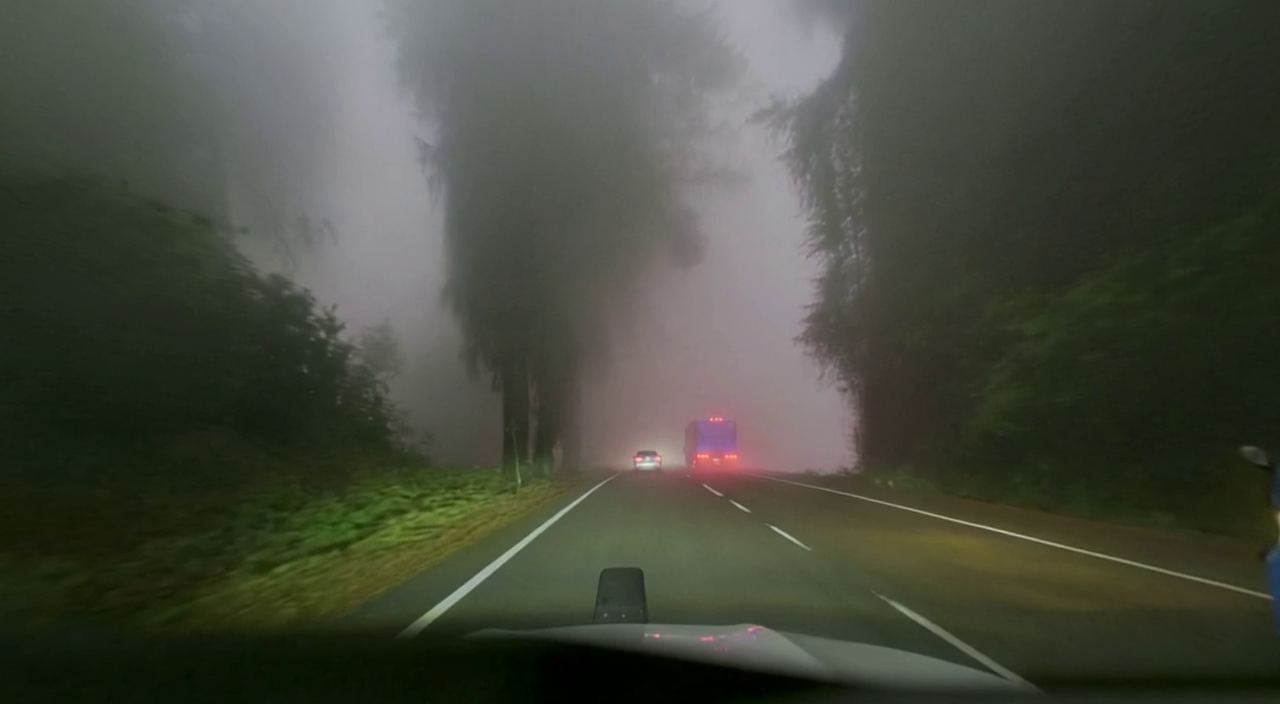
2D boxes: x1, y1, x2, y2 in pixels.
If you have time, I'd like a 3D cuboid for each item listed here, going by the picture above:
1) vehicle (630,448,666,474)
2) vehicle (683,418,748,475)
[{"bbox_3d":[0.495,6.926,40.085,2.170,1.544,4.373,0,-9,1],"label":"vehicle"},{"bbox_3d":[4.560,5.957,39.619,3.015,3.211,7.982,0,-9,-1],"label":"vehicle"}]
